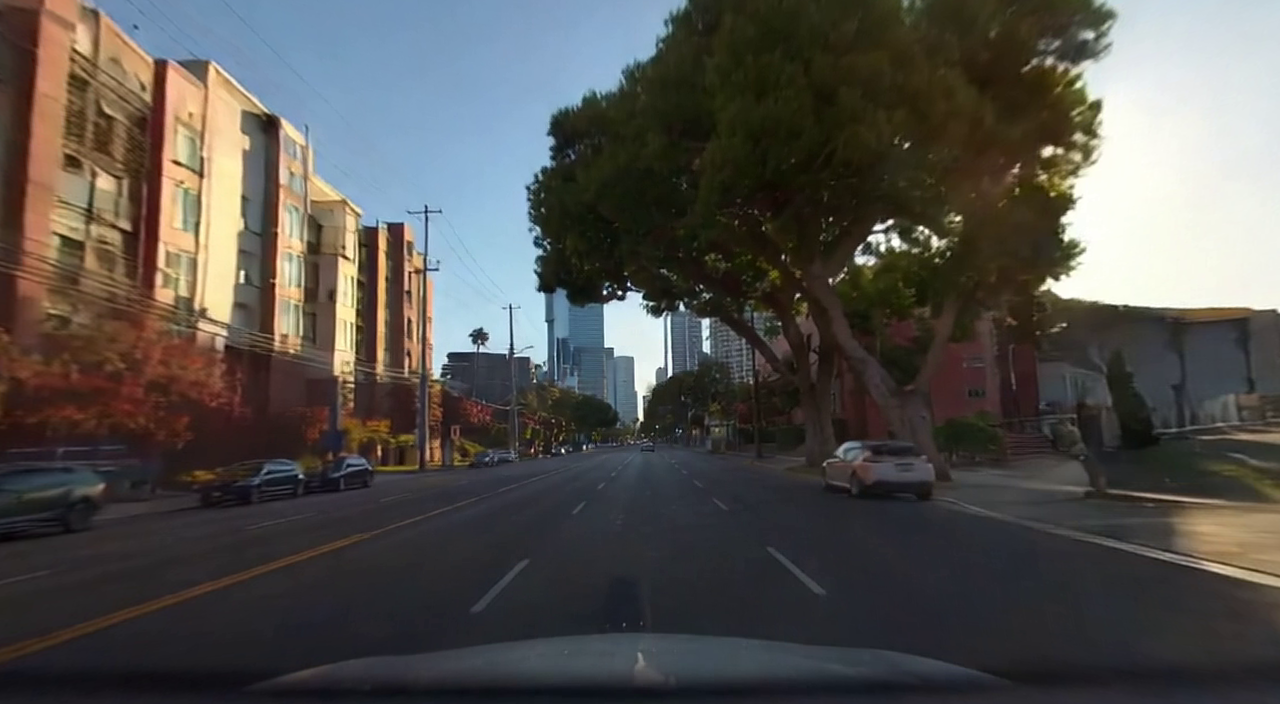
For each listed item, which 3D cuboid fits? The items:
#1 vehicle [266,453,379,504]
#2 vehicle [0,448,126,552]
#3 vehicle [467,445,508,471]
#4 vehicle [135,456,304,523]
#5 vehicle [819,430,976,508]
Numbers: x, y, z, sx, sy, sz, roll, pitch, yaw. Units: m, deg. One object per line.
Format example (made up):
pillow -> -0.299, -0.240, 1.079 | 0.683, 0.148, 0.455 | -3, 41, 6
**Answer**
vehicle -> -11.935, 4.734, 23.995 | 1.902, 1.525, 4.821 | -4, -8, -1
vehicle -> -11.963, 2.656, 11.115 | 1.979, 1.759, 4.435 | -4, -8, 0
vehicle -> -11.874, 8.253, 49.109 | 1.939, 1.783, 4.763 | -4, -8, 1
vehicle -> -11.867, 3.867, 18.191 | 1.876, 1.502, 4.506 | -3, -9, -1
vehicle -> 6.669, 3.078, 17.133 | 2.078, 1.766, 5.474 | -1, -8, 2
